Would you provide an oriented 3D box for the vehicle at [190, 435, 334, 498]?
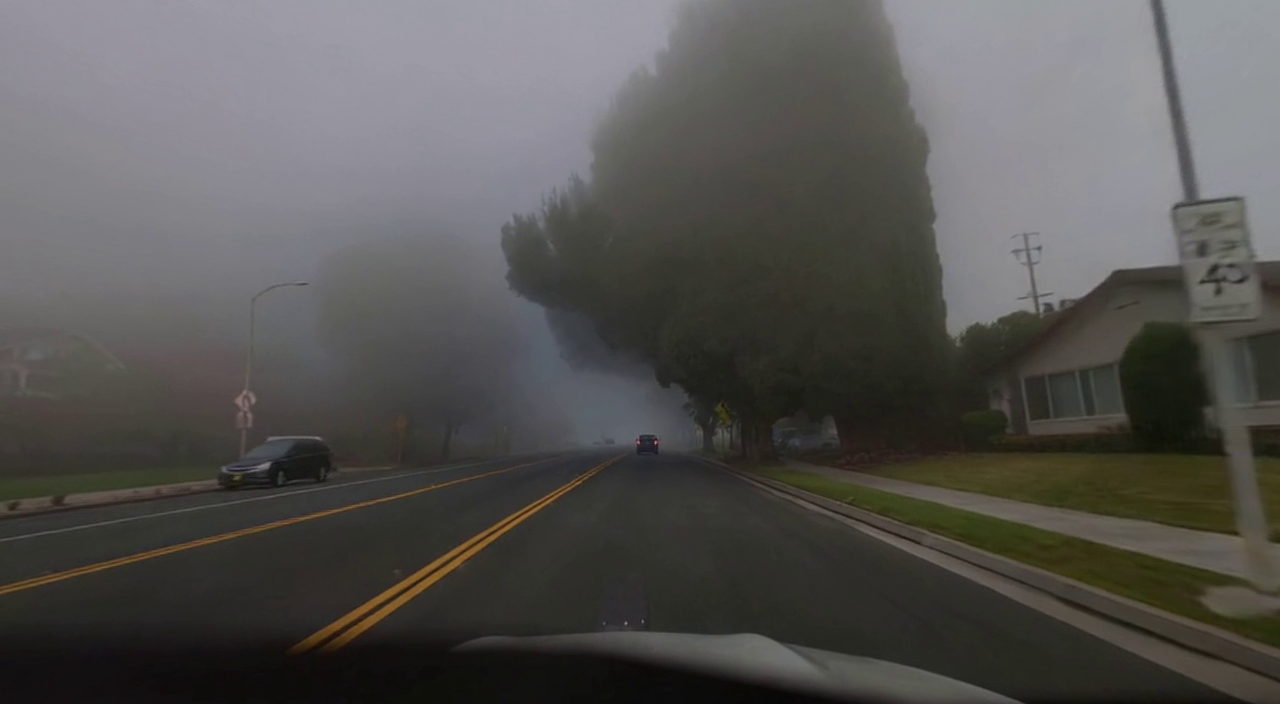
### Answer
[{"bbox_3d":[-14.134,4.227,24.081,2.337,1.850,5.448,-4,-6,-2],"label":"vehicle"}]

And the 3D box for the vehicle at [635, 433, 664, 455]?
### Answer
[{"bbox_3d":[0.712,6.933,47.318,2.088,1.607,3.903,0,-9,1],"label":"vehicle"}]

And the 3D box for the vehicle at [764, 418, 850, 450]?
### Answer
[{"bbox_3d":[10.372,5.115,39.354,4.746,1.485,1.916,-6,-8,0],"label":"vehicle"}]
